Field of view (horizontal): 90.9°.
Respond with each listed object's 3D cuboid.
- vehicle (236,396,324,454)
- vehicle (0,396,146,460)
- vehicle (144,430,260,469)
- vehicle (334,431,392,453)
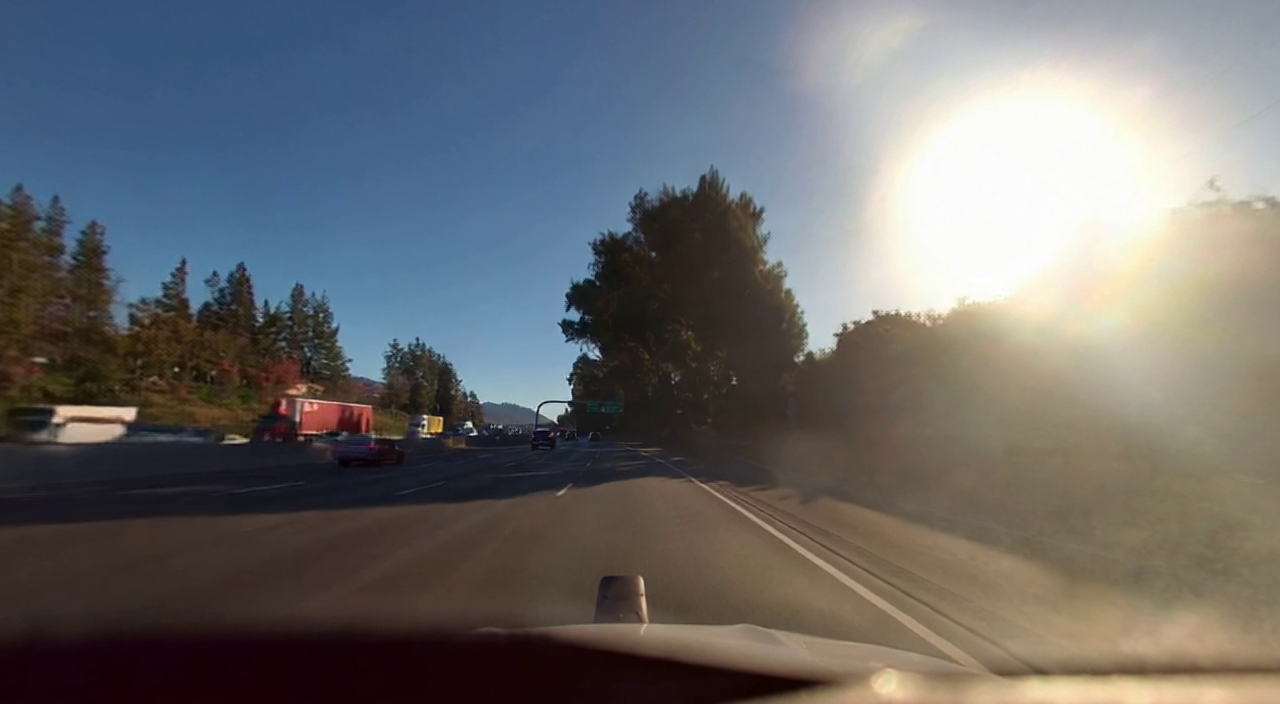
[{"bbox_3d":[-26.168,5.397,46.207,2.991,3.997,5.882,0,-8,-2],"label":"vehicle"},{"bbox_3d":[-30.372,4.065,33.123,2.661,2.953,7.724,0,-8,-1],"label":"vehicle"},{"bbox_3d":[-18.164,4.047,26.429,1.851,1.449,4.293,0,-8,-1],"label":"vehicle"},{"bbox_3d":[-18.771,6.127,42.938,1.982,1.414,4.336,0,-8,-1],"label":"vehicle"}]
